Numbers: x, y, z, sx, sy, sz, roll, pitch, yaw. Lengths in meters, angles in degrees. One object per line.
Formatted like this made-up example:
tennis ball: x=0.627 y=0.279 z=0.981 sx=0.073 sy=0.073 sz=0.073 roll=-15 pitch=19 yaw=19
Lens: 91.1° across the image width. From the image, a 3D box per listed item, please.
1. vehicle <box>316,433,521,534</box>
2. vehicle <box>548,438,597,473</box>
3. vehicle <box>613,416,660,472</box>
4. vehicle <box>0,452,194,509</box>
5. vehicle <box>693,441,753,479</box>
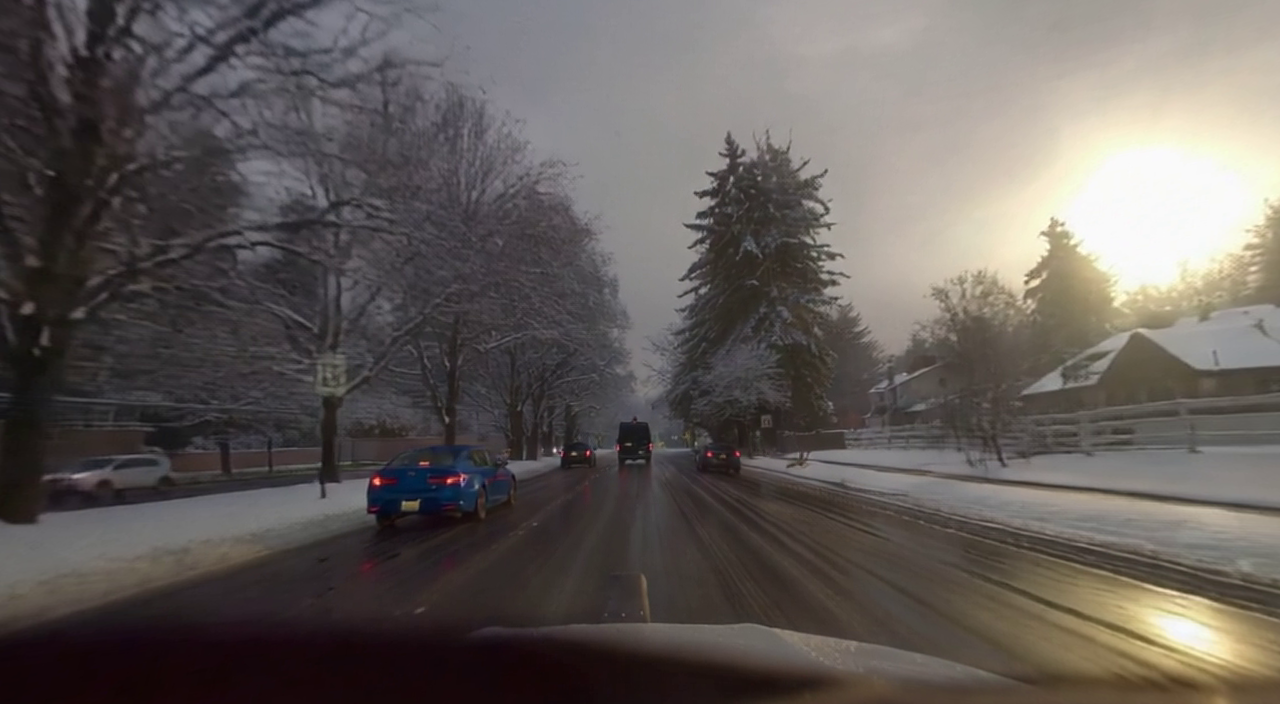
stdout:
vehicle: x=-3.733 y=2.293 z=11.664 sx=2.036 sy=1.474 sz=4.647 roll=0 pitch=-8 yaw=1
vehicle: x=-3.541 y=5.506 z=33.708 sx=2.021 sy=1.715 sz=4.329 roll=0 pitch=-8 yaw=1
vehicle: x=-0.192 y=4.948 z=33.803 sx=2.311 sy=2.726 sz=5.814 roll=0 pitch=-8 yaw=0
vehicle: x=-17.365 y=4.056 z=20.413 sx=1.931 sy=1.525 sz=5.106 roll=0 pitch=-8 yaw=1
vehicle: x=3.487 y=4.624 z=27.144 sx=1.945 sy=1.469 sz=4.258 roll=0 pitch=-8 yaw=-1
